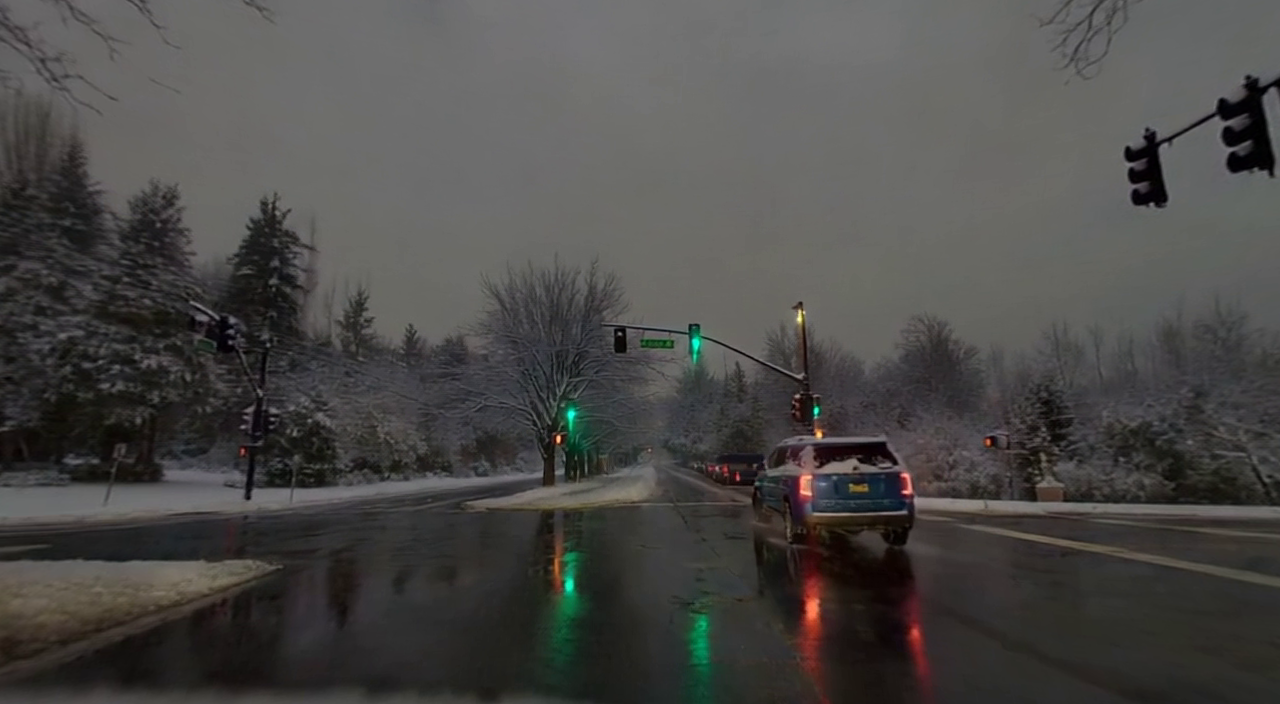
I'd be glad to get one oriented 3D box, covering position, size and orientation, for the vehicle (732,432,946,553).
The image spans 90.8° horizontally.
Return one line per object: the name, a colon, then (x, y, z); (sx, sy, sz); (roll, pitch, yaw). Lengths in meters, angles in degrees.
vehicle: (3.109, 2.301, 11.194); (2.140, 1.655, 4.786); (0, -8, -1)
